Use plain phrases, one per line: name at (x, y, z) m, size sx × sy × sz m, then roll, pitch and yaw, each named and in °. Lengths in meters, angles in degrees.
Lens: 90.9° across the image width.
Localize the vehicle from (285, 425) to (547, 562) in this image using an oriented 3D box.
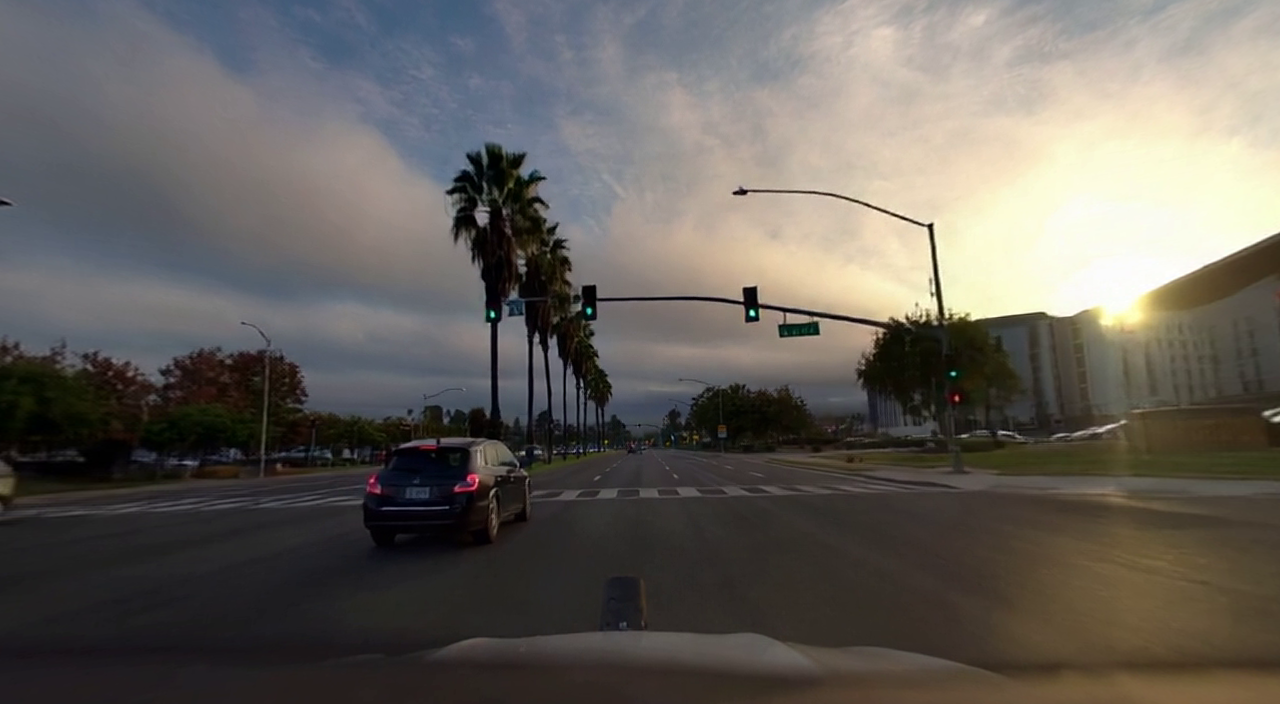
vehicle at (-2.925, 1.973, 9.665) m, size 2.162 × 1.549 × 4.795 m, roll 0°, pitch -8°, yaw 1°

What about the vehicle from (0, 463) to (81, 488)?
vehicle at (-43.588, 8.868, 45.652) m, size 1.864 × 1.556 × 4.664 m, roll 0°, pitch -8°, yaw 1°
